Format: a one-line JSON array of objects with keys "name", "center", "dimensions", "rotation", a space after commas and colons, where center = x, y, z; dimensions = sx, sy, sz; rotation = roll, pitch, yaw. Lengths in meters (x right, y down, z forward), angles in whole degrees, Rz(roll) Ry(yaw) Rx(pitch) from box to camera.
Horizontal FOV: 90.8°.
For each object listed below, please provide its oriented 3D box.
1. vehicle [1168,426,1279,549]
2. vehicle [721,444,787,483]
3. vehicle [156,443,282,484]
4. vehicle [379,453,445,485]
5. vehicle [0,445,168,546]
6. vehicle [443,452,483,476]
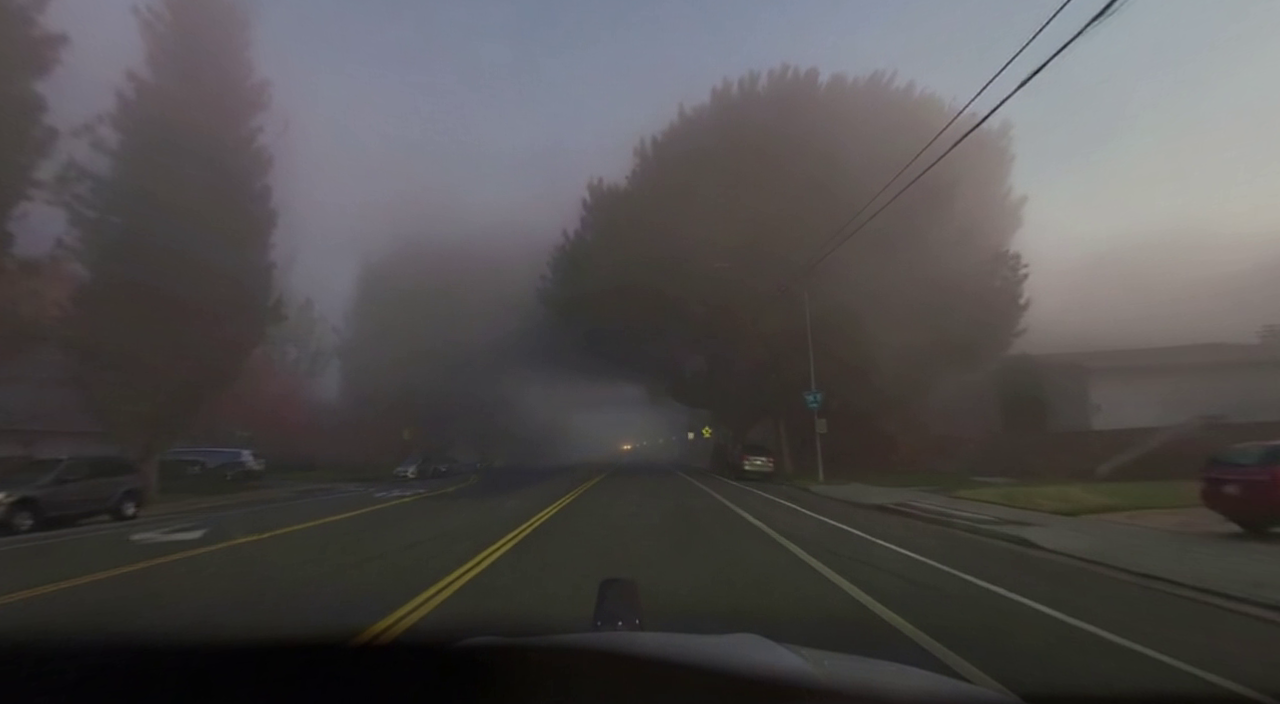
[{"name": "vehicle", "center": [10.163, 1.758, 8.378], "dimensions": [4.501, 1.502, 1.975], "rotation": [0, -9, 0]}, {"name": "vehicle", "center": [4.699, 4.668, 26.821], "dimensions": [1.925, 1.482, 4.746], "rotation": [0, -9, 0]}, {"name": "vehicle", "center": [-19.966, 5.292, 30.146], "dimensions": [4.461, 1.886, 2.072], "rotation": [0, -8, -1]}, {"name": "vehicle", "center": [-12.311, 6.318, 34.413], "dimensions": [1.940, 1.452, 4.485], "rotation": [-3, -9, 1]}, {"name": "vehicle", "center": [-12.634, 2.932, 13.279], "dimensions": [2.049, 1.782, 4.460], "rotation": [-4, -8, 0]}, {"name": "vehicle", "center": [-12.647, 8.009, 45.366], "dimensions": [1.775, 1.516, 4.304], "rotation": [-3, -8, -1]}]
